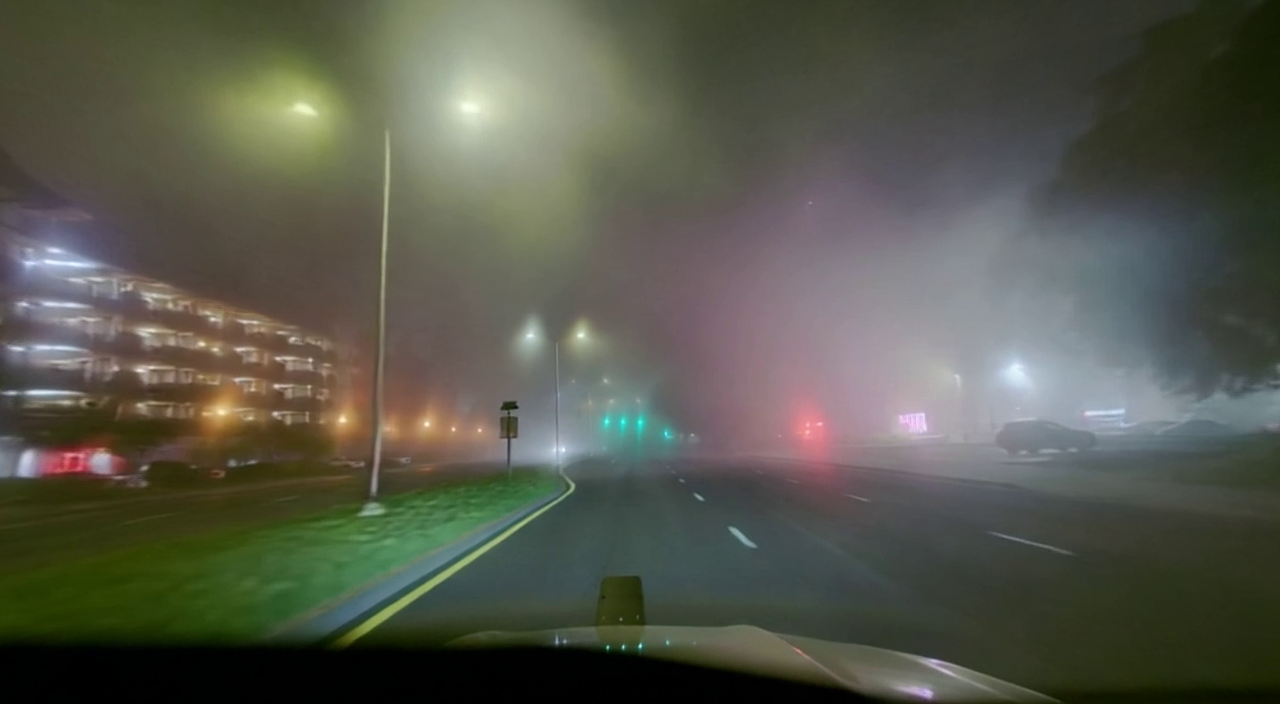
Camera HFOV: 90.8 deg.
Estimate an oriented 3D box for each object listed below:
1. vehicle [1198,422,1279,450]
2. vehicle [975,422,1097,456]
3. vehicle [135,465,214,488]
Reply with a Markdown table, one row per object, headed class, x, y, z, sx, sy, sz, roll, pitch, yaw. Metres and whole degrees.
| class | x | y | z | sx | sy | sz | roll | pitch | yaw |
| --- | --- | --- | --- | --- | --- | --- | --- | --- | --- |
| vehicle | 33.595 | 4.667 | 34.771 | 1.818 | 1.427 | 4.239 | 0 | -9 | -1 |
| vehicle | 20.067 | 4.450 | 32.192 | 4.745 | 1.675 | 2.096 | 0 | -9 | 0 |
| vehicle | -30.380 | 8.115 | 41.280 | 3.705 | 1.403 | 1.762 | 0 | -9 | 2 |
